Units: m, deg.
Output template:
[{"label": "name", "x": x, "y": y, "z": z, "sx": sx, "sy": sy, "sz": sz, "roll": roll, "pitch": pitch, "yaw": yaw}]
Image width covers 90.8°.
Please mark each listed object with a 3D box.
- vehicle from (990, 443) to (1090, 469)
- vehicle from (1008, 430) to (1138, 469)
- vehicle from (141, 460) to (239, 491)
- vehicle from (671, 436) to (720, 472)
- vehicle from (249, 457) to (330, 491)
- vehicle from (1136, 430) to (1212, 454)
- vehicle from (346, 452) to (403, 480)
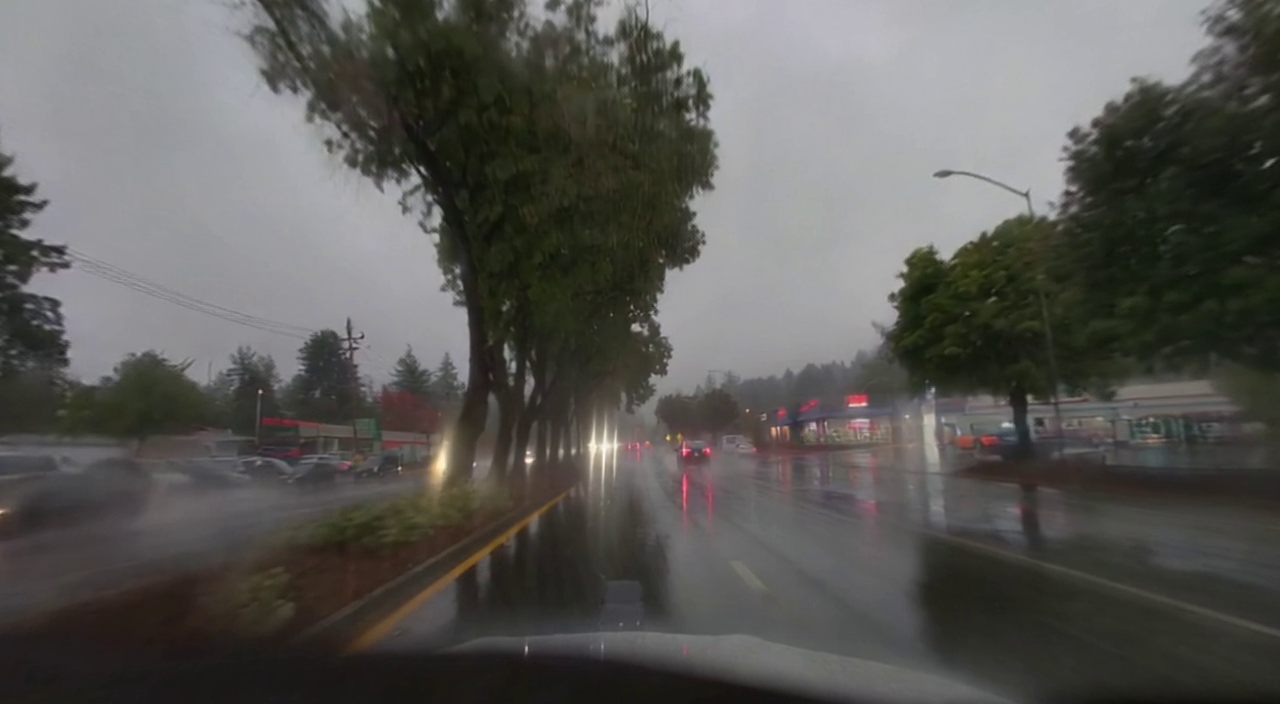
[{"label": "vehicle", "x": 23.180, "y": 6.023, "z": 36.781, "sx": 1.777, "sy": 1.432, "sz": 4.487, "roll": 7, "pitch": -11, "yaw": -37}, {"label": "vehicle", "x": 25.854, "y": 5.852, "z": 37.988, "sx": 2.185, "sy": 2.098, "sz": 5.912, "roll": 6, "pitch": -11, "yaw": -35}, {"label": "vehicle", "x": -24.061, "y": 6.611, "z": 34.021, "sx": 1.831, "sy": 1.452, "sz": 4.727, "roll": 0, "pitch": -9, "yaw": -1}, {"label": "vehicle", "x": 2.672, "y": 5.082, "z": 31.556, "sx": 1.957, "sy": 1.643, "sz": 4.226, "roll": 0, "pitch": -9, "yaw": -2}, {"label": "vehicle", "x": -17.987, "y": 6.257, "z": 32.668, "sx": 1.858, "sy": 1.600, "sz": 4.118, "roll": 0, "pitch": -9, "yaw": -1}, {"label": "vehicle", "x": 41.098, "y": 6.972, "z": 48.676, "sx": 1.803, "sy": 1.703, "sz": 4.043, "roll": 7, "pitch": -11, "yaw": -37}, {"label": "vehicle", "x": -18.152, "y": 7.799, "z": 43.480, "sx": 2.045, "sy": 1.727, "sz": 4.503, "roll": 0, "pitch": -9, "yaw": -1}]
